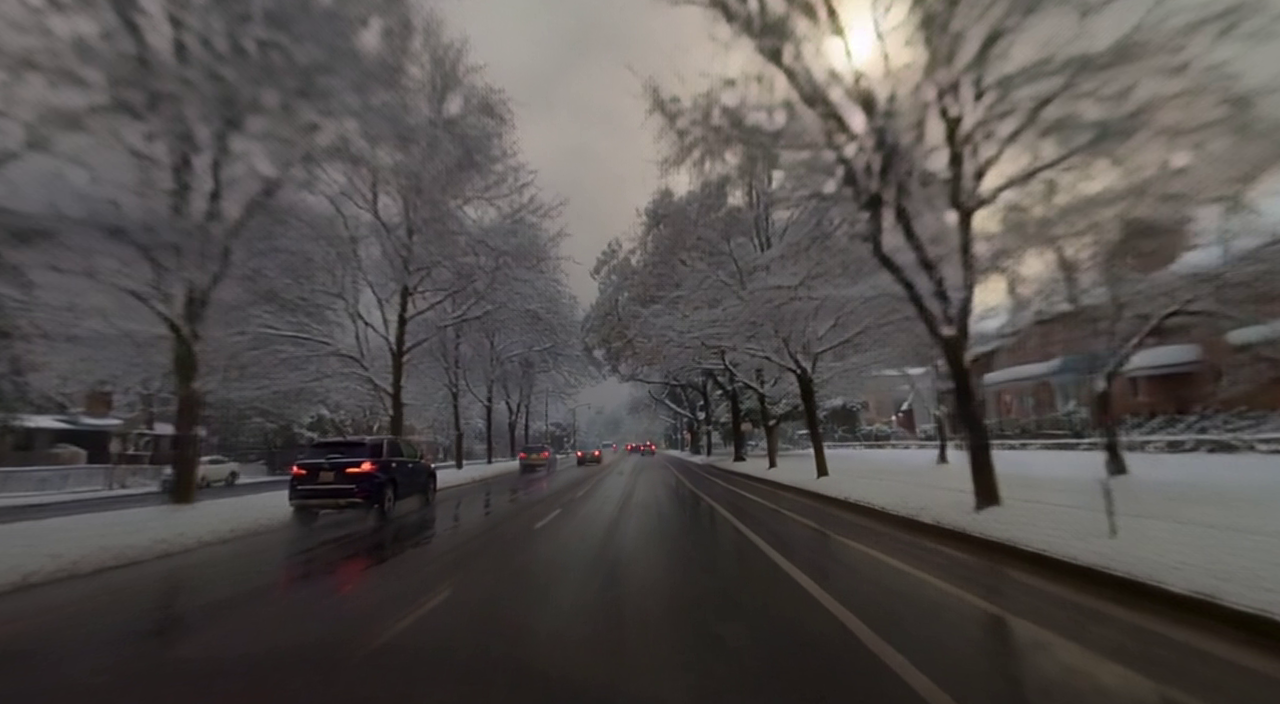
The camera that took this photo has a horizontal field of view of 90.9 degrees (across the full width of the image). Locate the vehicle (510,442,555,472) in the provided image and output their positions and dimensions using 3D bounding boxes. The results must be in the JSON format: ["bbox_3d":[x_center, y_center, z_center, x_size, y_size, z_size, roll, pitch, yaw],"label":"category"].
[{"bbox_3d":[-6.509,6.363,38.504,1.985,1.708,4.310,0,-9,0],"label":"vehicle"}]

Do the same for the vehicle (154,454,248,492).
[{"bbox_3d":[-25.231,6.916,36.474,2.031,1.862,4.761,-1,-8,0],"label":"vehicle"}]

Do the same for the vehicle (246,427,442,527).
[{"bbox_3d":[-6.008,2.571,13.559,2.123,1.761,4.322,0,-9,0],"label":"vehicle"}]
